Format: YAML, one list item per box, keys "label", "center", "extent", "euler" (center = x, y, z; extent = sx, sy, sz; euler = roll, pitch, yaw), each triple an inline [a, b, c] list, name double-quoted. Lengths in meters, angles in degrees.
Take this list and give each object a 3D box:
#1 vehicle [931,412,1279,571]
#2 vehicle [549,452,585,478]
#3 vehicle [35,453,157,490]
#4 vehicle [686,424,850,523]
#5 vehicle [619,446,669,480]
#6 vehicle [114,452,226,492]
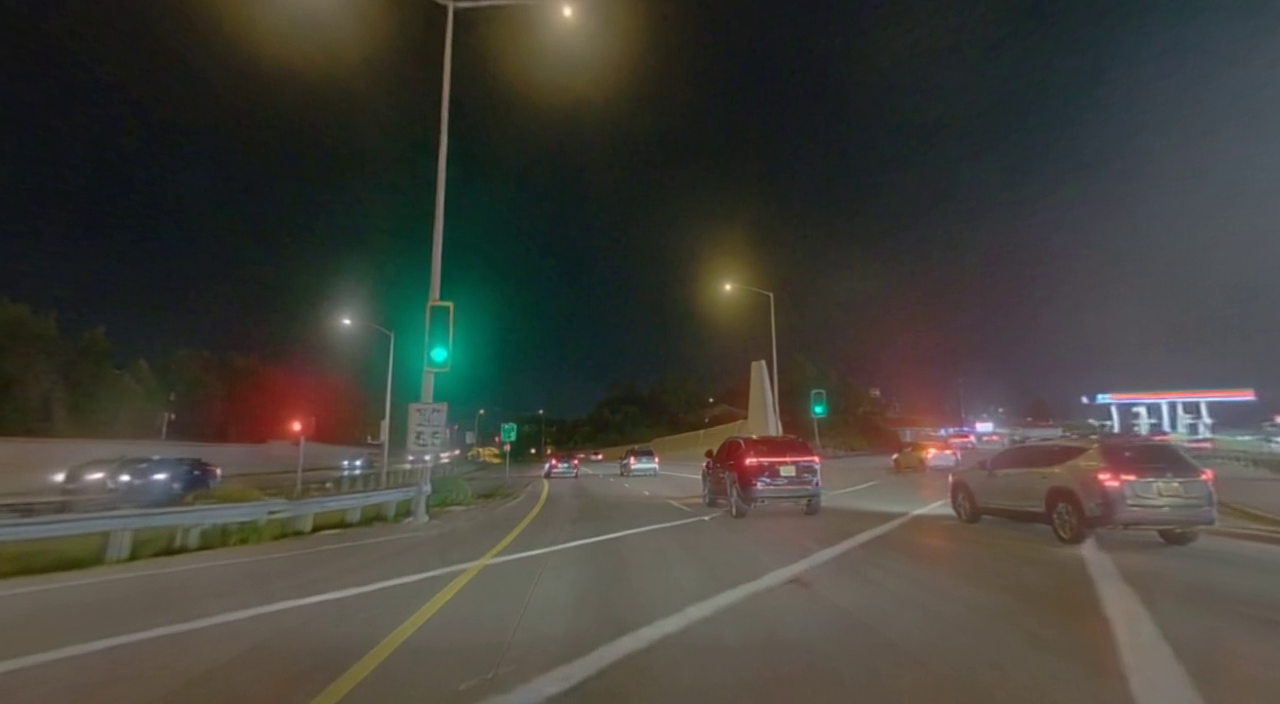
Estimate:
- label: "vehicle"
  center: [6.072, 1.740, 8.657]
  extent: [1.881, 1.604, 4.289]
  euler: [1, -8, -3]
- label: "vehicle"
  center: [-4.733, 7.205, 40.457]
  extent: [2.107, 1.527, 4.174]
  euler: [1, -8, -8]
- label: "vehicle"
  center: [-25.049, 5.486, 29.265]
  extent: [2.009, 1.525, 4.346]
  euler: [1, -8, -5]
- label: "vehicle"
  center: [2.521, 2.553, 13.883]
  extent: [2.184, 1.777, 4.712]
  euler: [1, -8, -6]
- label: "vehicle"
  center: [0.133, 5.720, 32.896]
  extent: [2.012, 1.612, 4.114]
  euler: [2, -8, -9]
- label: "vehicle"
  center: [-20.932, 5.314, 28.362]
  extent: [1.871, 1.581, 4.635]
  euler: [1, -8, -6]
